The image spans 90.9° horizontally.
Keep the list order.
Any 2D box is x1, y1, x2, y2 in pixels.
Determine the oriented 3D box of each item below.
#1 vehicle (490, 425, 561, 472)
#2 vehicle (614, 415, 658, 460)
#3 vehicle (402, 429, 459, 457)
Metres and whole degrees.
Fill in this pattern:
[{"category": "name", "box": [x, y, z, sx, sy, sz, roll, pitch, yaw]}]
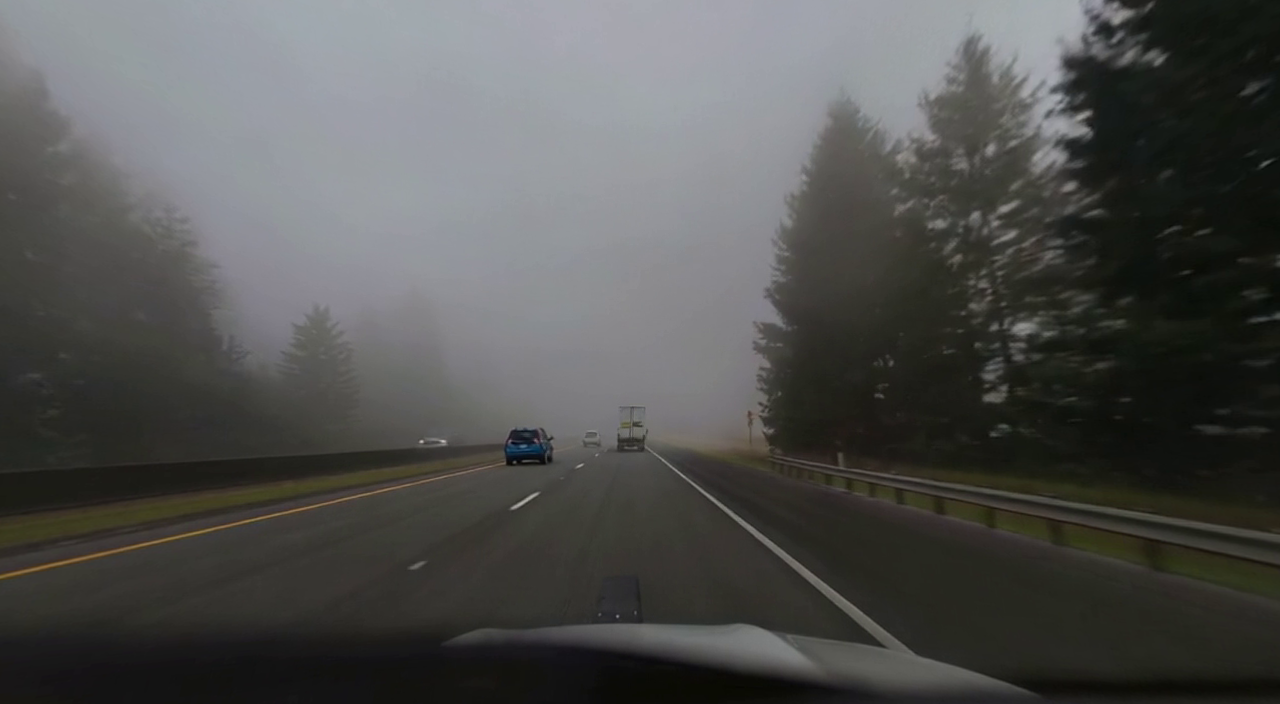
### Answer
[{"category": "vehicle", "box": [-4.452, 3.819, 25.163, 2.049, 1.726, 4.291, 0, -8, 0]}, {"category": "vehicle", "box": [-0.273, 5.180, 38.327, 2.526, 2.531, 5.026, 0, -8, -1]}, {"category": "vehicle", "box": [-13.538, 5.899, 40.996, 2.137, 1.726, 4.503, 0, -8, 0]}]
